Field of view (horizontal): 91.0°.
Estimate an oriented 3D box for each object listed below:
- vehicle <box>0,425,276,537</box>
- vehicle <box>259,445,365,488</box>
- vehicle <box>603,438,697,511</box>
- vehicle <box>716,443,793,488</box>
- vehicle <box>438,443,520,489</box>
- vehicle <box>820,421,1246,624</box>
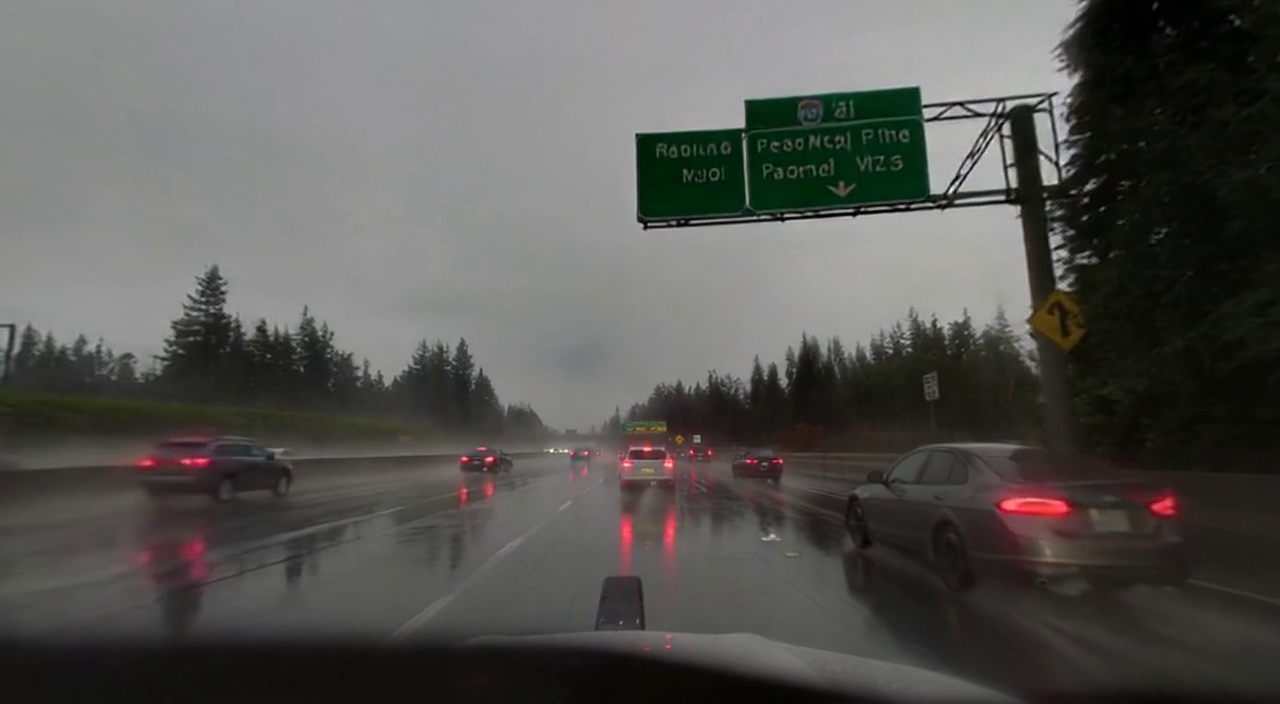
[{"bbox_3d":[-10.017,2.503,12.954,1.978,1.821,4.975,-1,-8,1],"label":"vehicle"},{"bbox_3d":[-13.955,4.848,27.170,2.094,1.662,4.486,0,-8,0],"label":"vehicle"},{"bbox_3d":[0.217,2.953,15.693,2.044,1.554,3.824,0,-8,0],"label":"vehicle"},{"bbox_3d":[4.211,4.236,23.950,2.002,1.499,4.710,0,-8,-1],"label":"vehicle"},{"bbox_3d":[-6.012,4.290,24.097,2.014,1.587,4.265,0,-8,0],"label":"vehicle"},{"bbox_3d":[3.584,1.595,6.856,2.044,1.523,3.947,0,-8,0],"label":"vehicle"}]
